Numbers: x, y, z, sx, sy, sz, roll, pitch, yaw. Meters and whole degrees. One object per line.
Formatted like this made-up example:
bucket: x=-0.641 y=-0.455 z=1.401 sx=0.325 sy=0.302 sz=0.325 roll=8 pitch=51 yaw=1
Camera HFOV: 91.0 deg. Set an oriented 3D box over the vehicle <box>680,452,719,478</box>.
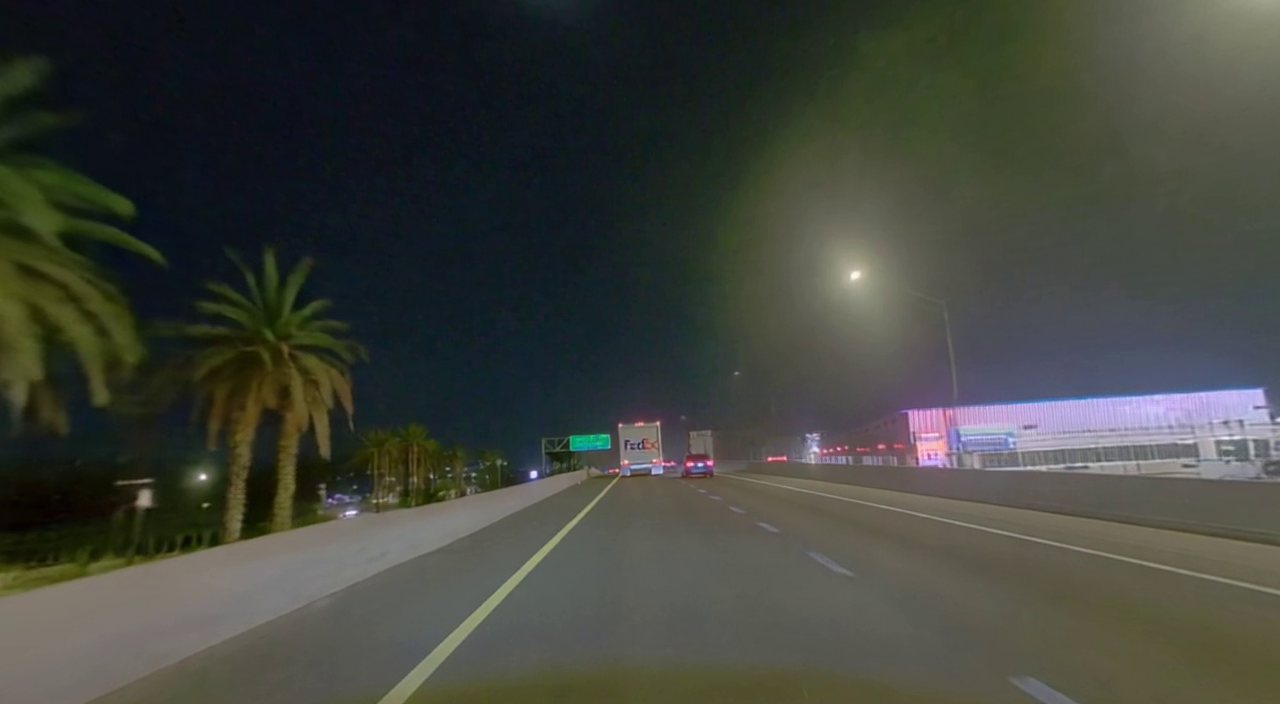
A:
vehicle: x=3.759 y=7.168 z=40.293 sx=1.966 sy=1.558 sz=4.238 roll=0 pitch=-9 yaw=-2
